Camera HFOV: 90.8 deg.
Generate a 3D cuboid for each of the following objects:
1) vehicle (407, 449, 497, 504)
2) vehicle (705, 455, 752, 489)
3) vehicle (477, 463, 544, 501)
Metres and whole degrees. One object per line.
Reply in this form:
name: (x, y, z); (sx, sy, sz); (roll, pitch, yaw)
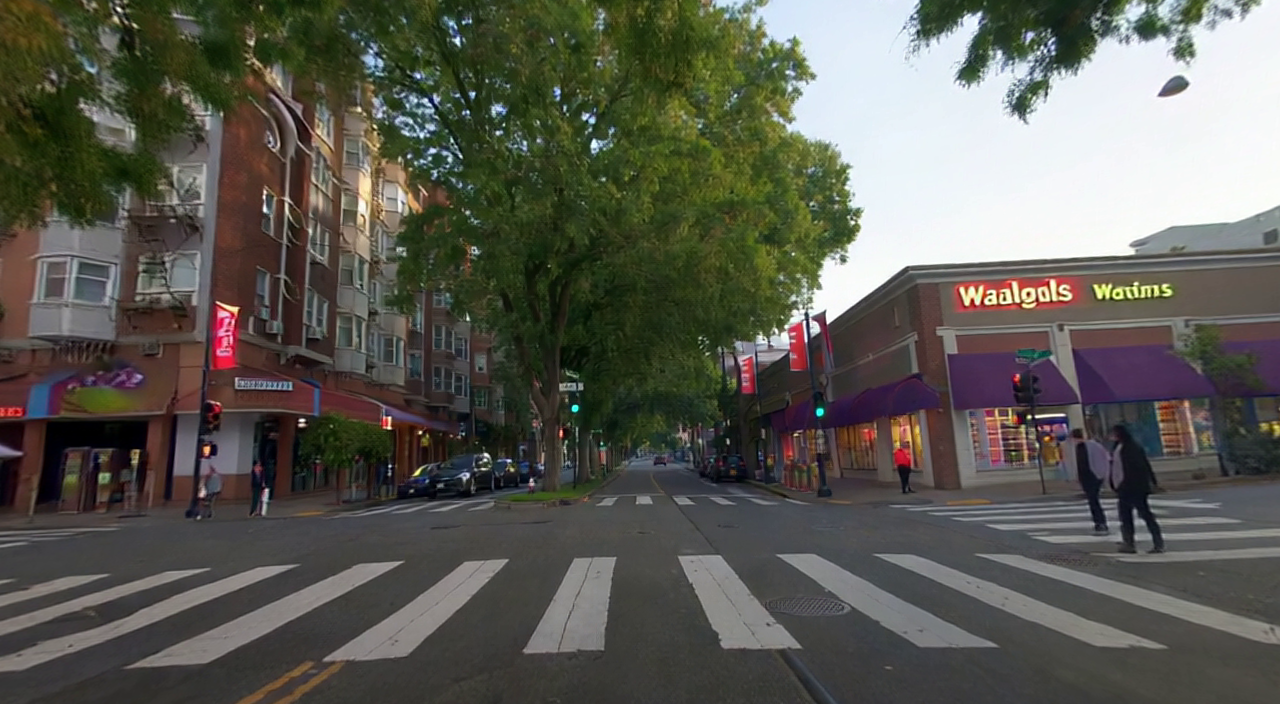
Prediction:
vehicle: (-8.809, 5.852, 30.321); (2.489, 2.323, 5.843); (0, -8, 1)
vehicle: (5.198, 7.098, 37.714); (2.010, 1.844, 4.386); (0, -8, -2)
vehicle: (-5.746, 5.822, 28.627); (1.983, 1.438, 4.559); (0, -8, 1)
